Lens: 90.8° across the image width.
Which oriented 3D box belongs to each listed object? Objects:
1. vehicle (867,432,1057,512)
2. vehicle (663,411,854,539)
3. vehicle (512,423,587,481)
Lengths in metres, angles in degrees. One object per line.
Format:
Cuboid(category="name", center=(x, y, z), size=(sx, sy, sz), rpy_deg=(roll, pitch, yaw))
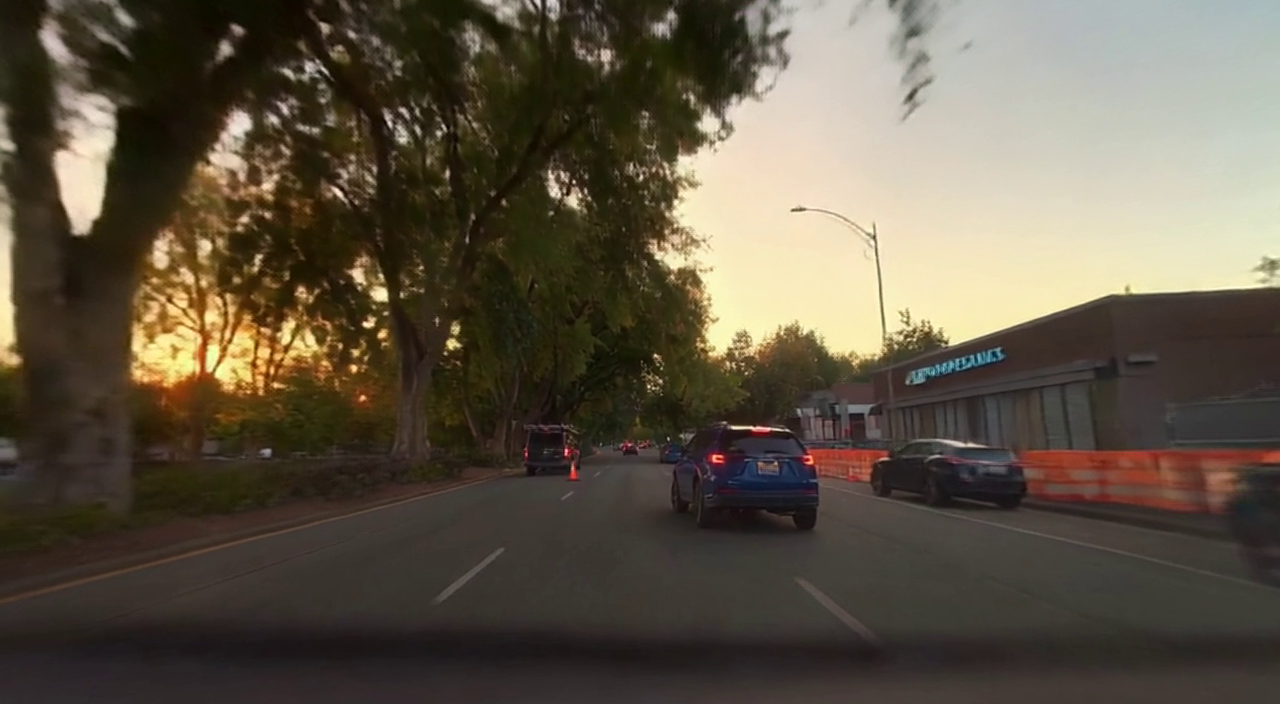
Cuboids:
Cuboid(category="vehicle", center=(6.835, 2.577, 14.051), size=(1.853, 1.483, 4.313), rpy_deg=(0, -9, -1))
Cuboid(category="vehicle", center=(1.701, 1.991, 10.782), size=(2.168, 1.725, 4.192), rpy_deg=(1, -9, -4))
Cuboid(category="vehicle", center=(-3.525, 4.060, 25.832), size=(2.357, 2.063, 5.488), rpy_deg=(0, -9, -1))
